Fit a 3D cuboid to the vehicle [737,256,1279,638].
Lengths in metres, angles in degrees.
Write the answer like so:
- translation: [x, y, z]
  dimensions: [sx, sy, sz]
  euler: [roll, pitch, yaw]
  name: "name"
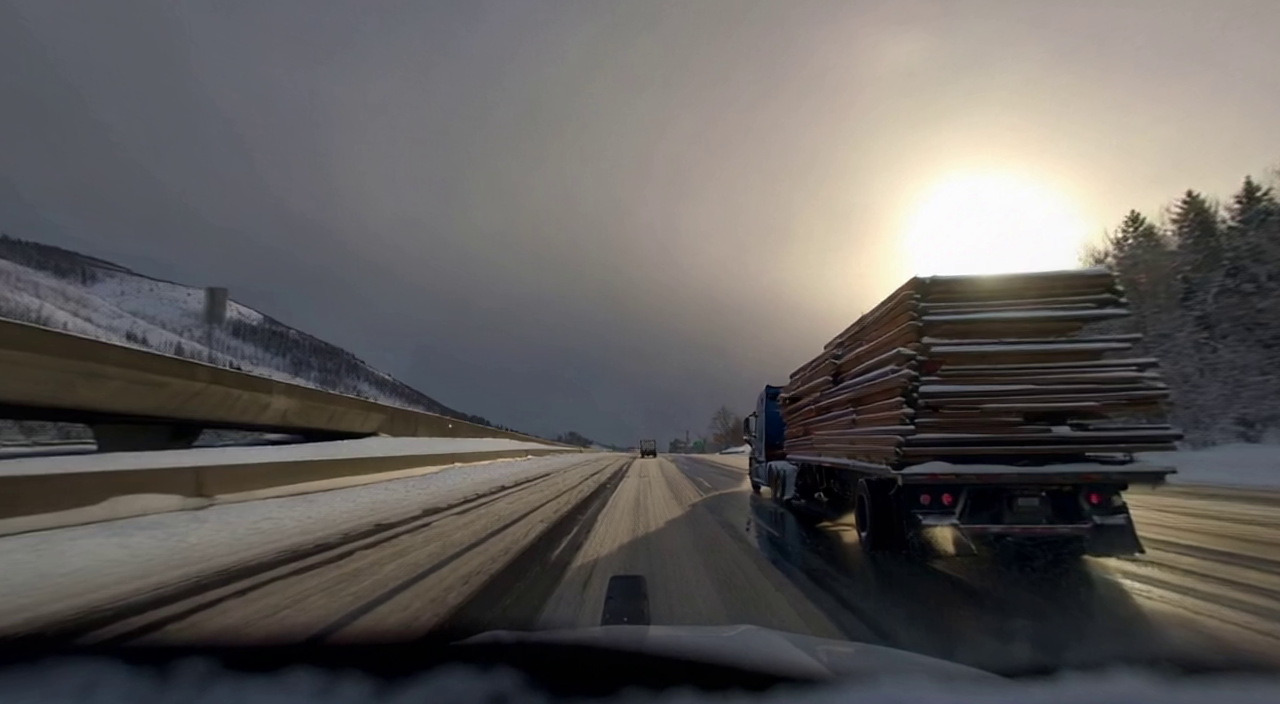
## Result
- translation: [4.068, 1.515, 10.421]
  dimensions: [3.326, 3.089, 10.642]
  euler: [0, -9, 1]
  name: "vehicle"
